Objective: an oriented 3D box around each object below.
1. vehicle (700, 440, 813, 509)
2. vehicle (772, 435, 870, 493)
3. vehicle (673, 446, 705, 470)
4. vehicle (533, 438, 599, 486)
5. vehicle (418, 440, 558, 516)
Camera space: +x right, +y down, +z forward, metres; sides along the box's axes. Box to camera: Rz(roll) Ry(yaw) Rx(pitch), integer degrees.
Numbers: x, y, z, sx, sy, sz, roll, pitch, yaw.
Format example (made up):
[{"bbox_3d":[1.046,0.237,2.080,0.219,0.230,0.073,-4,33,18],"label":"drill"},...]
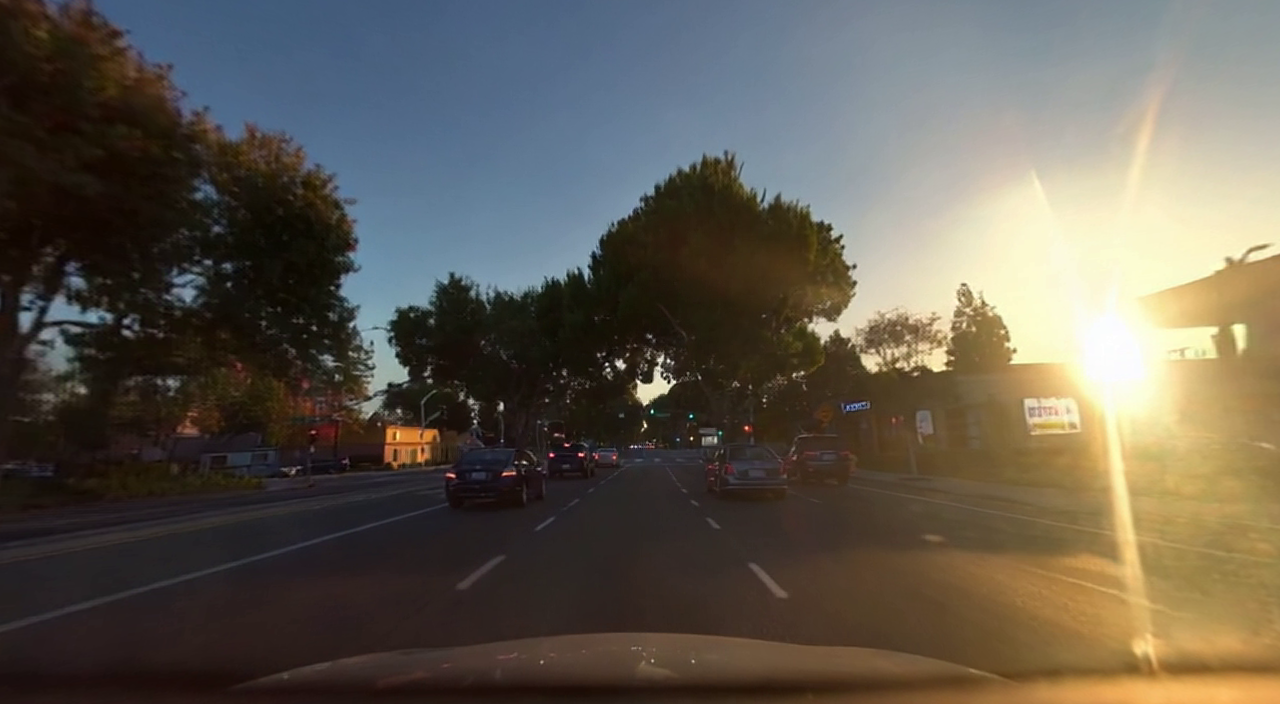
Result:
[{"bbox_3d":[2.771,3.029,16.068,2.004,1.512,4.206,0,-9,-1],"label":"vehicle"},{"bbox_3d":[5.940,3.720,21.334,1.979,1.738,4.418,0,-9,0],"label":"vehicle"},{"bbox_3d":[3.469,7.623,45.394,2.030,1.628,4.080,0,-9,0],"label":"vehicle"},{"bbox_3d":[-3.017,4.616,26.807,2.187,1.825,4.621,0,-9,1],"label":"vehicle"},{"bbox_3d":[-3.371,2.901,15.070,2.087,1.494,4.626,0,-9,2],"label":"vehicle"}]
